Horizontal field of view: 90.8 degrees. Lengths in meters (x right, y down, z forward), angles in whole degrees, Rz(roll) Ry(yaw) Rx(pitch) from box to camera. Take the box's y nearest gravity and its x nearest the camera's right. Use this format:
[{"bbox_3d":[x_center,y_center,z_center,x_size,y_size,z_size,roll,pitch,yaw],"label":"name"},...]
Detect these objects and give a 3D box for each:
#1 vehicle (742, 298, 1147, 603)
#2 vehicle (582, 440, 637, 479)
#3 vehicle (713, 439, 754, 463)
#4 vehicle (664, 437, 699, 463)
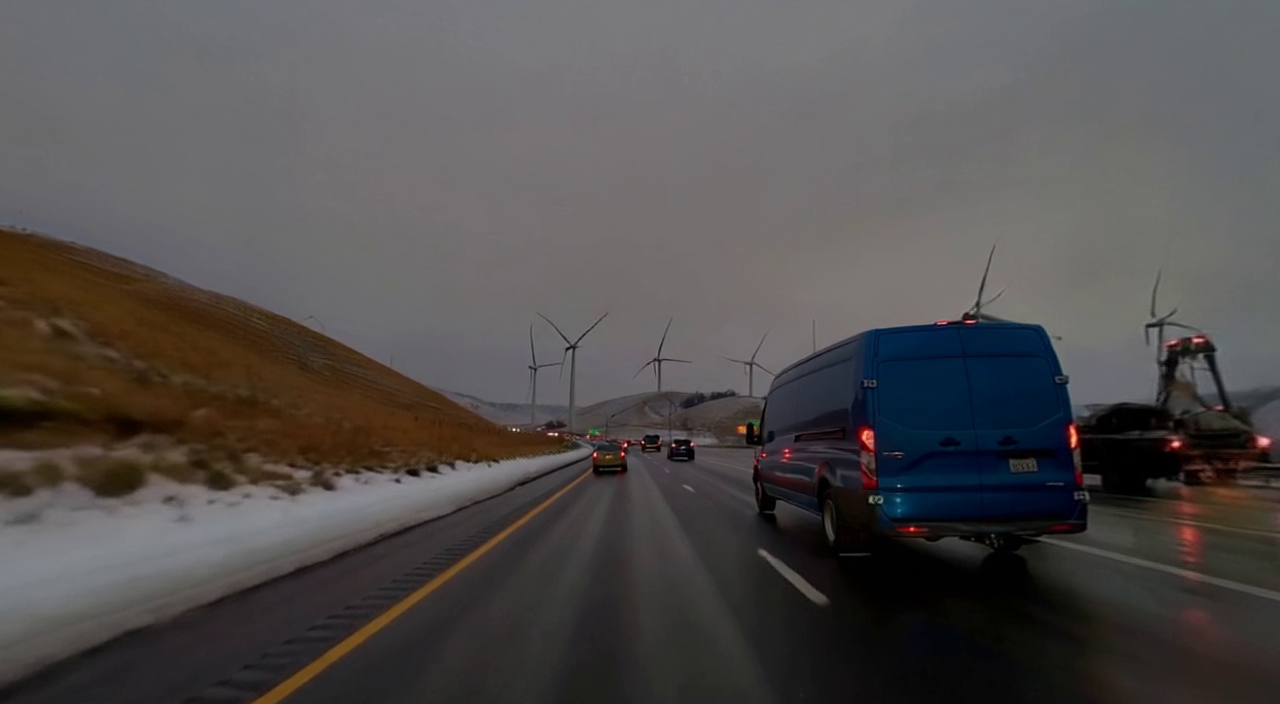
[{"bbox_3d":[3.062,1.238,8.364,2.365,2.630,5.754,0,-8,-1],"label":"vehicle"},{"bbox_3d":[-1.168,4.323,25.690,2.082,1.445,3.826,0,-8,-1],"label":"vehicle"},{"bbox_3d":[6.358,6.823,43.554,1.958,1.514,4.930,0,-8,-1],"label":"vehicle"},{"bbox_3d":[2.922,7.037,45.499,2.108,1.717,3.996,0,-8,-2],"label":"vehicle"}]
